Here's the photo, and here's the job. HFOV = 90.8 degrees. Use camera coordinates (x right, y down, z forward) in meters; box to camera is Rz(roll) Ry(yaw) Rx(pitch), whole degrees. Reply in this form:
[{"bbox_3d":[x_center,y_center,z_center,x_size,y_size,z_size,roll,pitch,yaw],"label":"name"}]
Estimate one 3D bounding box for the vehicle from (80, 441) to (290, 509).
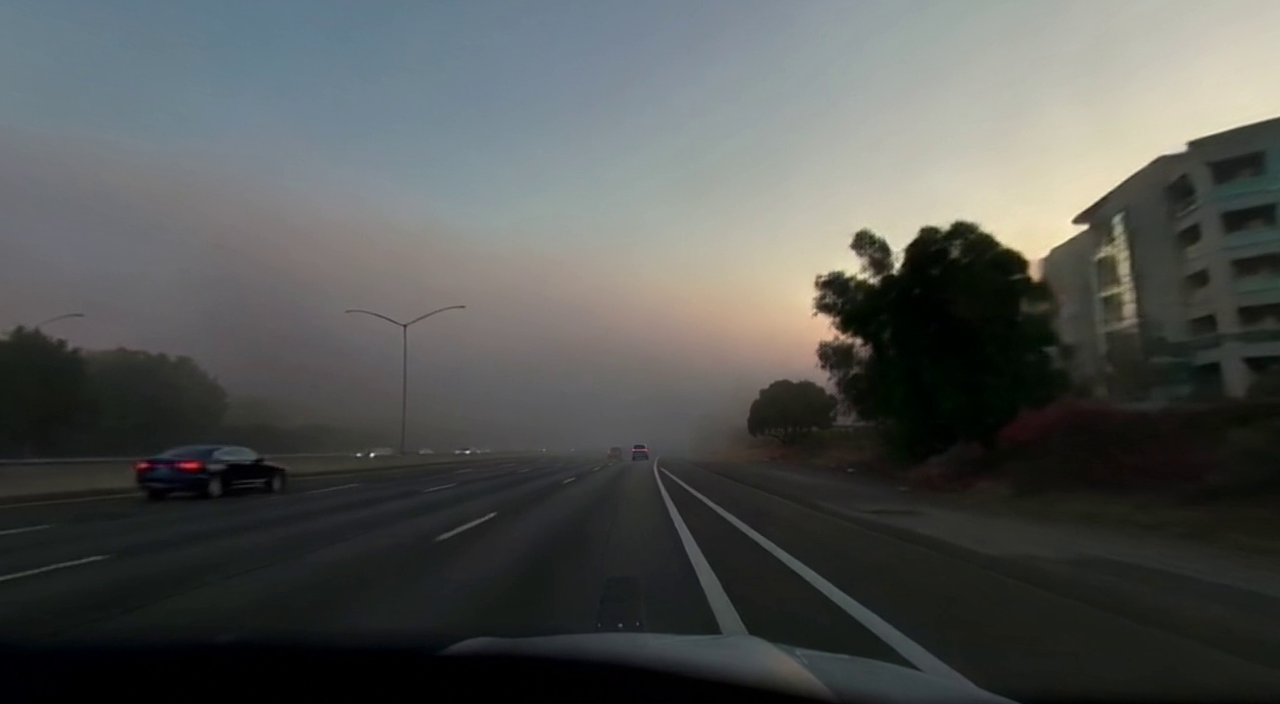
[{"bbox_3d":[-11.115,2.997,15.948,1.914,1.440,4.467,0,-8,1],"label":"vehicle"}]
